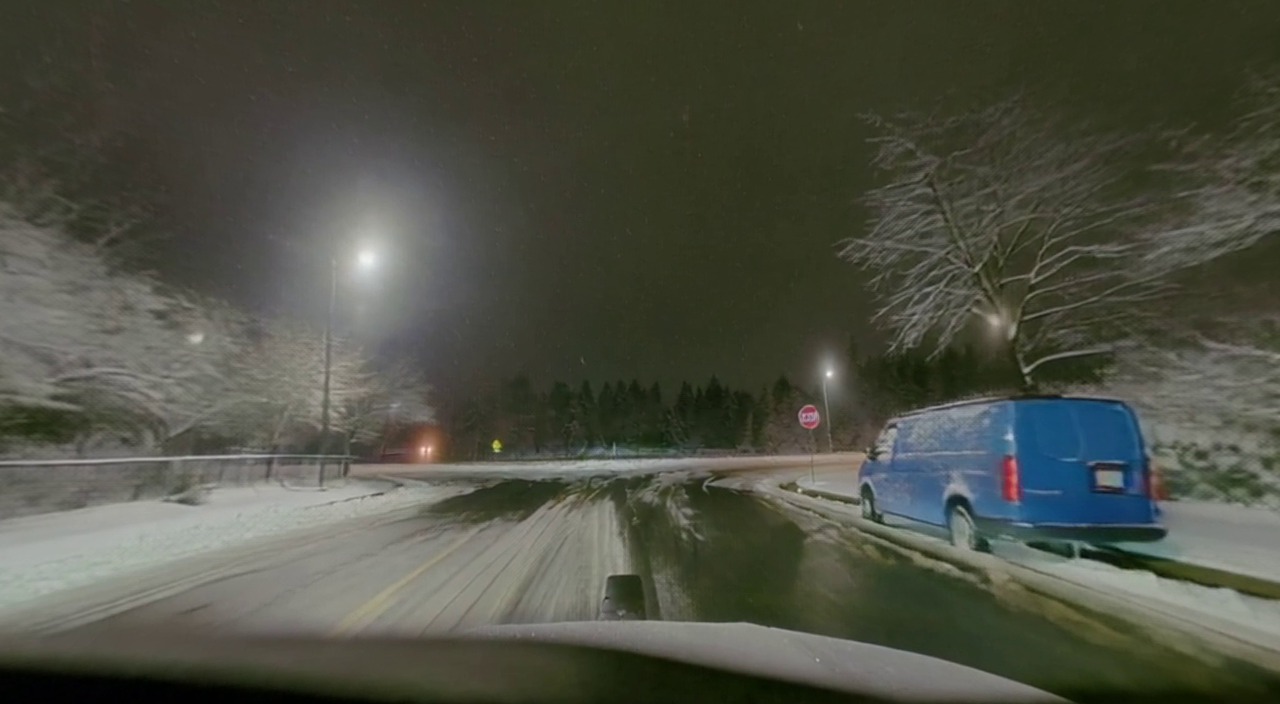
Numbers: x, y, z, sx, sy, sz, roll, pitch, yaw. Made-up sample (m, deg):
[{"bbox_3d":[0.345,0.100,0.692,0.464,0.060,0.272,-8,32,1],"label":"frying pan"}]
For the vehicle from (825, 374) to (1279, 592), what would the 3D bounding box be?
[{"bbox_3d":[5.235,1.798,9.680,2.659,2.245,5.991,0,-8,-3],"label":"vehicle"}]
